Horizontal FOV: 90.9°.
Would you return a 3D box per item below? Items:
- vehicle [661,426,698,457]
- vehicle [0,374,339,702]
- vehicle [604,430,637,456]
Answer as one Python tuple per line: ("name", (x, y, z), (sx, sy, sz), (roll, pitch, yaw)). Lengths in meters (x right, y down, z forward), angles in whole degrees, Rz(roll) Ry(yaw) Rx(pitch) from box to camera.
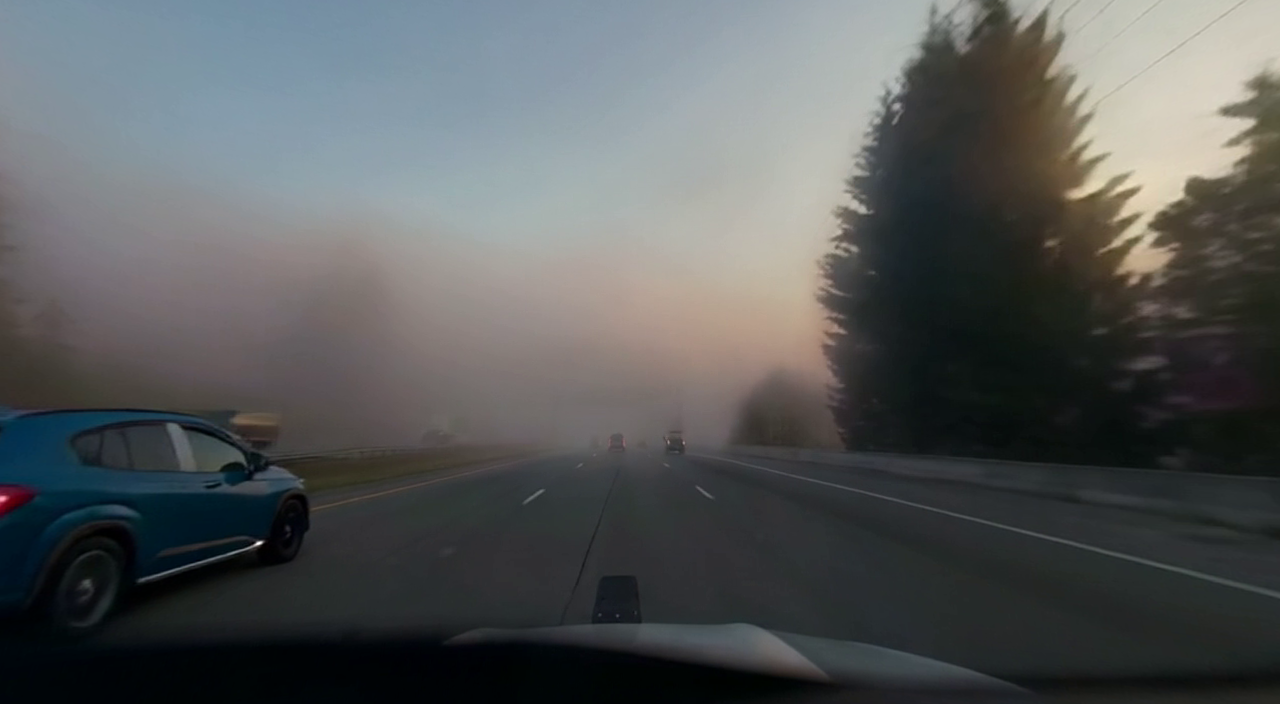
("vehicle", (2.575, 5.946, 41.987), (1.976, 1.905, 3.263), (0, -7, -5))
("vehicle", (-4.217, 1.109, 4.596), (2.100, 1.590, 4.077), (0, -7, -2))
("vehicle", (-1.407, 6.268, 43.605), (2.159, 1.690, 3.720), (0, -7, -3))
